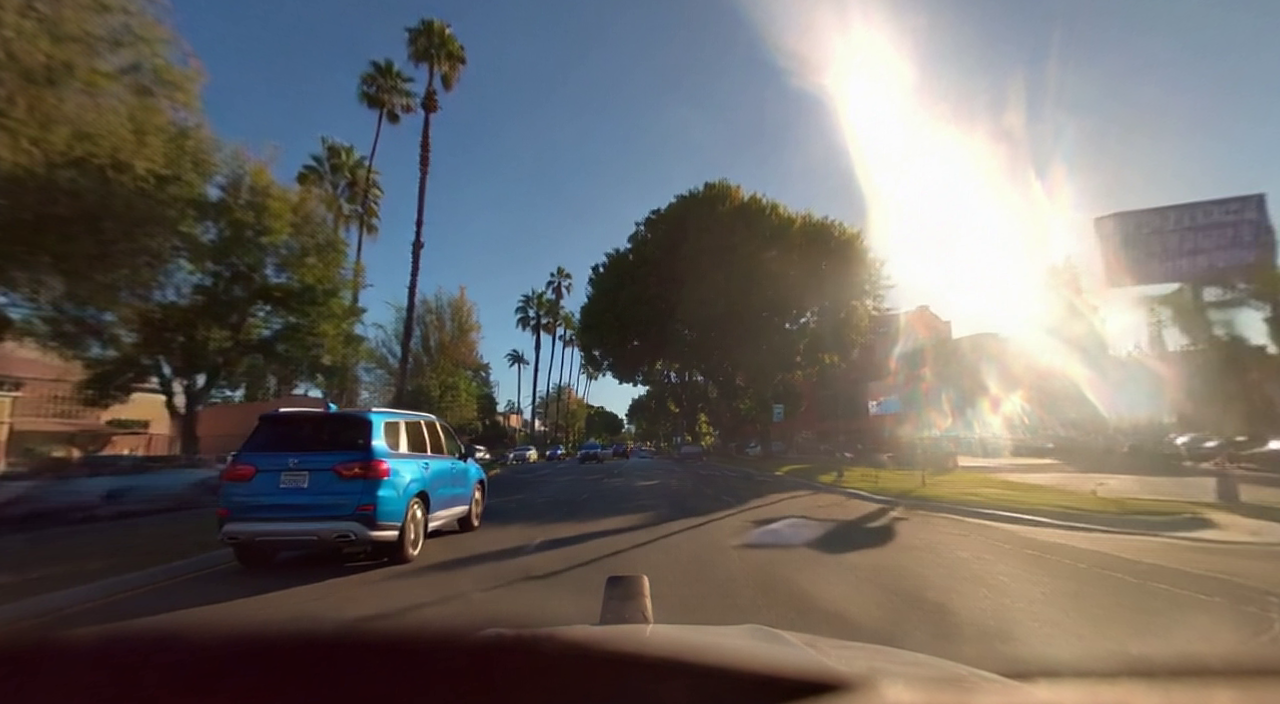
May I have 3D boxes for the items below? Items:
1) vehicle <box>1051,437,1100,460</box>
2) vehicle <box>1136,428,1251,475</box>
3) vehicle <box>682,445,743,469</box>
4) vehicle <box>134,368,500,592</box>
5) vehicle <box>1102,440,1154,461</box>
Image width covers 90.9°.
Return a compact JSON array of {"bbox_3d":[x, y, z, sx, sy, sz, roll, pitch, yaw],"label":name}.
[{"bbox_3d":[31.730,7.045,46.034,1.982,1.611,4.314,-3,-9,22],"label":"vehicle"},{"bbox_3d":[23.646,4.279,27.194,2.180,1.808,4.462,-3,-9,21],"label":"vehicle"},{"bbox_3d":[4.832,7.051,42.480,1.919,1.472,4.470,4,-10,-26],"label":"vehicle"},{"bbox_3d":[-3.372,1.465,7.928,2.152,1.987,4.527,0,-9,0],"label":"vehicle"},{"bbox_3d":[36.044,7.278,46.698,1.815,1.419,4.726,-4,-9,23],"label":"vehicle"}]
